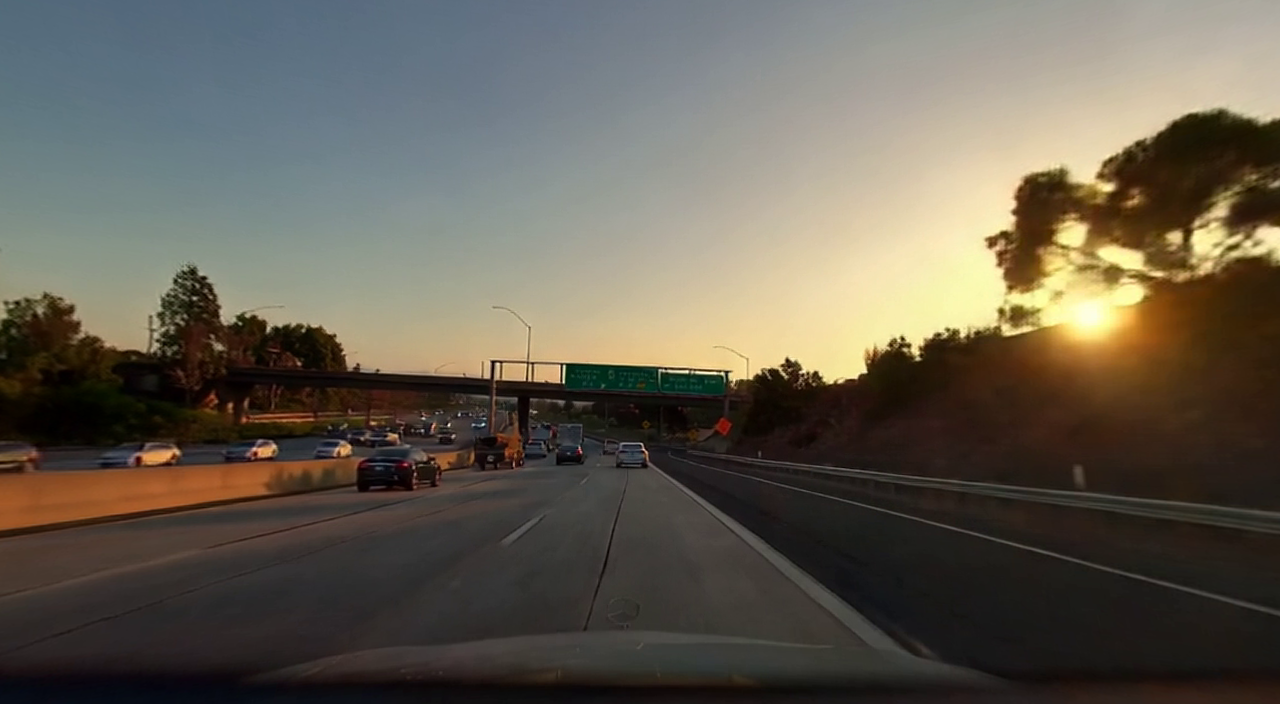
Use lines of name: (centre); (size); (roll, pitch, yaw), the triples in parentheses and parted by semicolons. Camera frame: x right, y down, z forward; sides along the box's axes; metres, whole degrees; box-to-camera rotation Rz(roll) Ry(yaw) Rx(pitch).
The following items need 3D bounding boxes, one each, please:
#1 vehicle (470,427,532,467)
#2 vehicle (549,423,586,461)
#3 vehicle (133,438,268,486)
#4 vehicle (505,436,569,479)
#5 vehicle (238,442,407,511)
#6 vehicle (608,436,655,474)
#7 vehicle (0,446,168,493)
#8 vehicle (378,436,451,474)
vehicle: (-8.782, 6.090, 40.594); (2.773, 2.402, 6.232); (0, -8, -2)
vehicle: (-5.357, 6.732, 47.315); (2.279, 2.672, 5.256); (0, -8, -2)
vehicle: (-16.063, 4.009, 23.400); (1.926, 1.587, 4.354); (0, -8, -2)
vehicle: (-4.160, 4.335, 26.215); (2.005, 1.631, 4.295); (0, -8, -1)
vehicle: (-7.622, 2.990, 15.754); (1.896, 1.465, 4.399); (0, -8, 1)
vehicle: (-0.417, 4.840, 29.957); (2.092, 1.671, 3.772); (0, -8, -2)
vehicle: (-19.681, 4.121, 22.677); (1.951, 1.471, 4.676); (0, -8, -3)
vehicle: (-11.805, 5.408, 33.391); (2.079, 1.807, 5.187); (0, -8, -2)
